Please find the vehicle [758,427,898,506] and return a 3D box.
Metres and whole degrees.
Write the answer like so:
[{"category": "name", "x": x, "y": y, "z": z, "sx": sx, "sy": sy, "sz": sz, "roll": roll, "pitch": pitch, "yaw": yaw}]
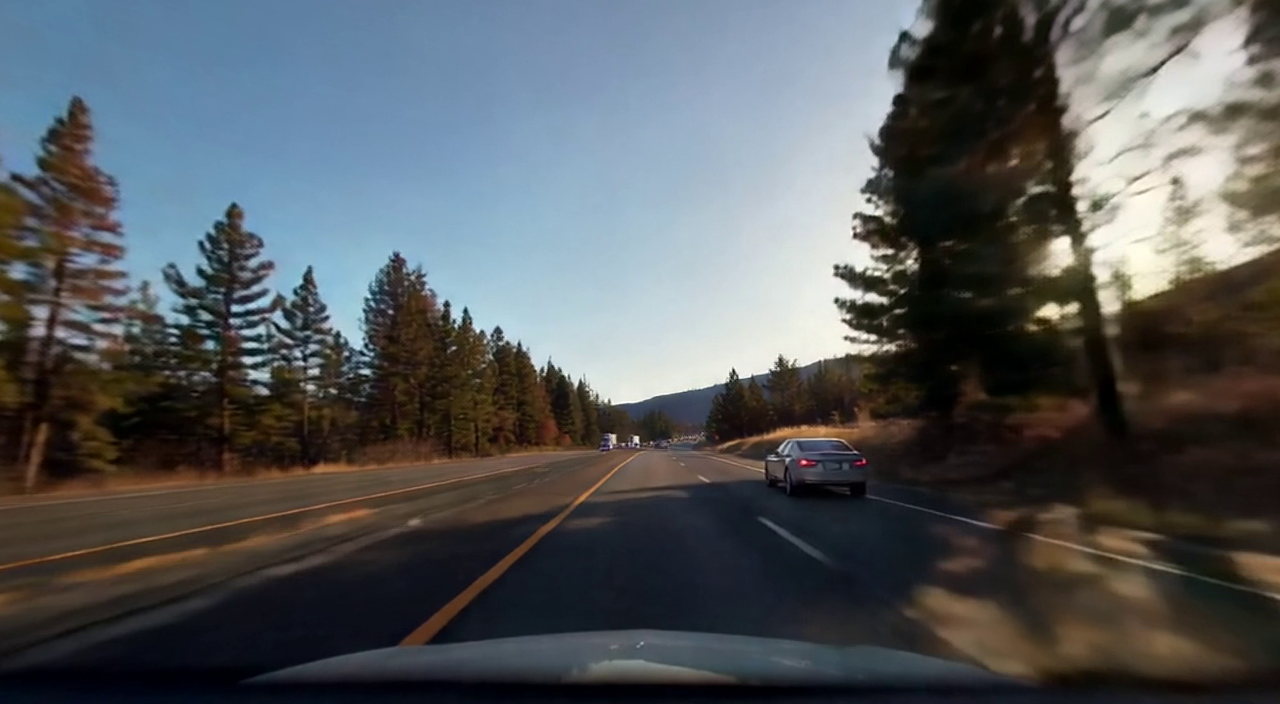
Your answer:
[{"category": "vehicle", "x": 4.569, "y": 2.853, "z": 16.260, "sx": 2.098, "sy": 1.703, "sz": 4.862, "roll": 0, "pitch": -8, "yaw": 0}]
